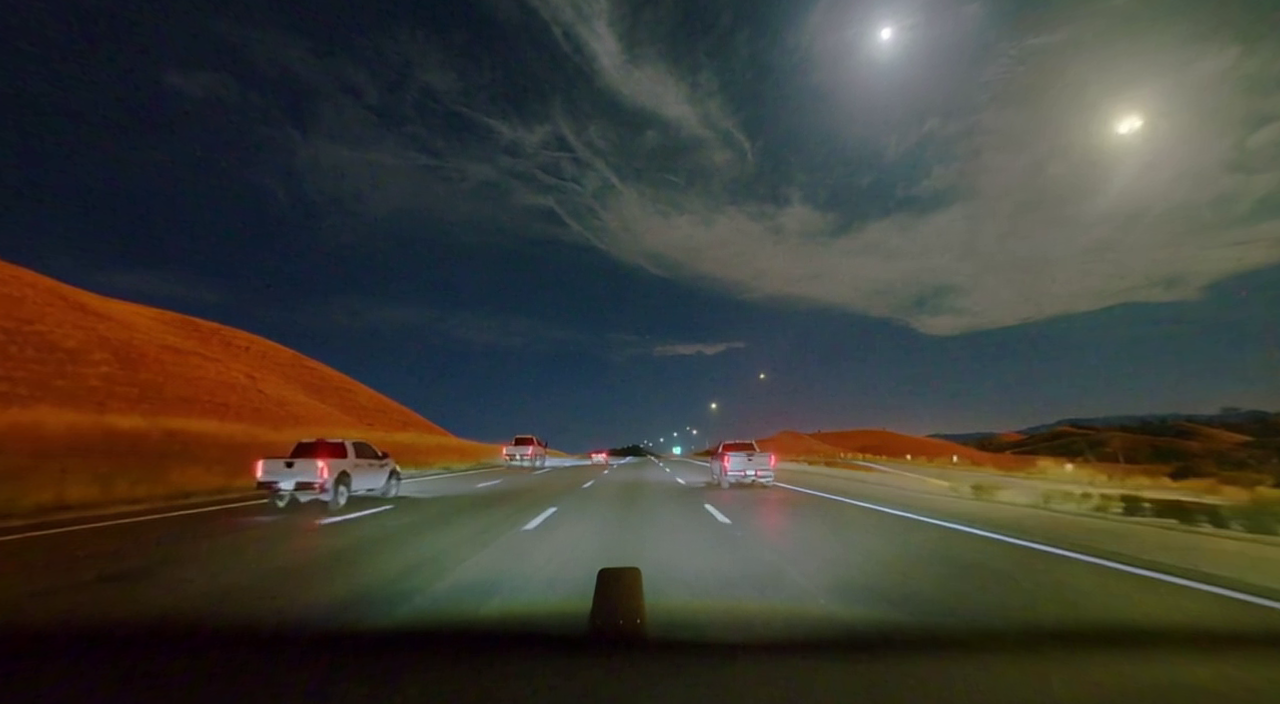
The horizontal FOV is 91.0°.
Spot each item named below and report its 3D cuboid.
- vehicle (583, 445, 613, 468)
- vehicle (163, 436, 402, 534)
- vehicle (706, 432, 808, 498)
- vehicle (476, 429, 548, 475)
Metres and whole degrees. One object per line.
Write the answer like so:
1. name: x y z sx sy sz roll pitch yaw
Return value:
1. vehicle: -3.134 7.863 47.436 2.009 1.593 4.378 0 -9 0
2. vehicle: -6.637 2.501 12.524 1.935 1.550 4.883 0 -9 -1
3. vehicle: 3.436 3.449 19.544 2.231 1.789 4.700 0 -9 0
4. vehicle: -7.506 5.987 37.930 2.937 2.509 7.090 0 -9 -1
